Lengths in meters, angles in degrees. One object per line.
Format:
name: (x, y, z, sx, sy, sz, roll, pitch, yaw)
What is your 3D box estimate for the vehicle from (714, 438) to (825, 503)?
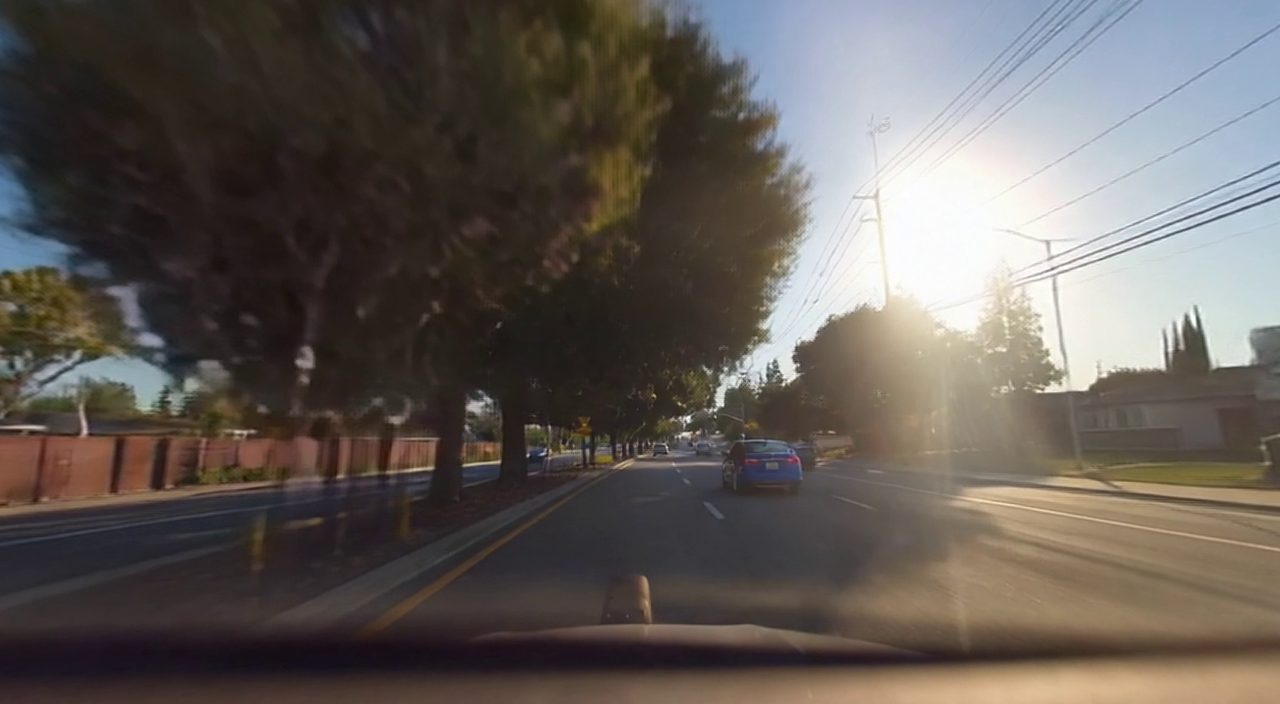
vehicle: (3.254, 3.062, 16.806, 2.063, 1.481, 4.247, 0, -8, 0)
